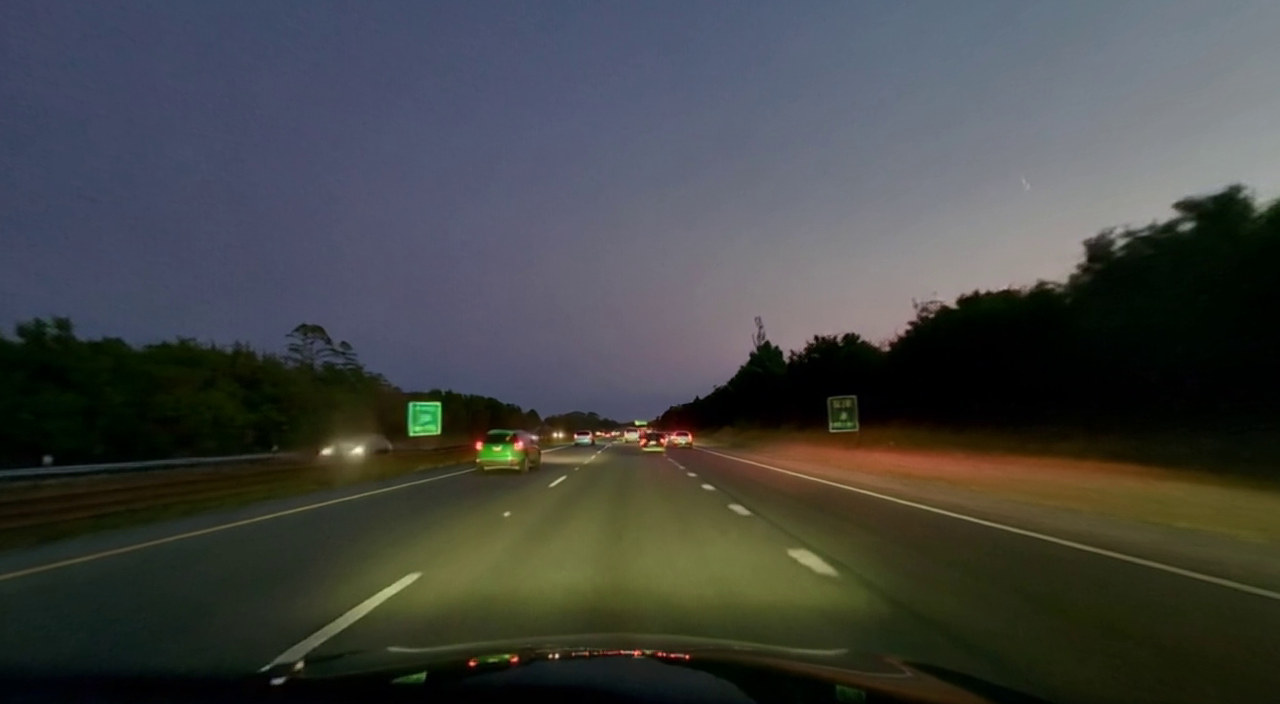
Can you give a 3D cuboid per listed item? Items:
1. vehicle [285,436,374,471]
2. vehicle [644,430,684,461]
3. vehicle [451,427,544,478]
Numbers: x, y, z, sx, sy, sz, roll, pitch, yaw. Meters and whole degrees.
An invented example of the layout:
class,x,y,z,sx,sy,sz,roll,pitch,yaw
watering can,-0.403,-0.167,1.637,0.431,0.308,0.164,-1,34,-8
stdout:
class,x,y,z,sx,sy,sz,roll,pitch,yaw
vehicle,-14.091,4.597,28.919,1.891,1.470,4.480,0,-8,-1
vehicle,1.164,4.683,31.651,1.869,1.466,3.356,0,-8,1
vehicle,-4.619,3.311,21.197,2.023,1.512,4.804,0,-8,0
